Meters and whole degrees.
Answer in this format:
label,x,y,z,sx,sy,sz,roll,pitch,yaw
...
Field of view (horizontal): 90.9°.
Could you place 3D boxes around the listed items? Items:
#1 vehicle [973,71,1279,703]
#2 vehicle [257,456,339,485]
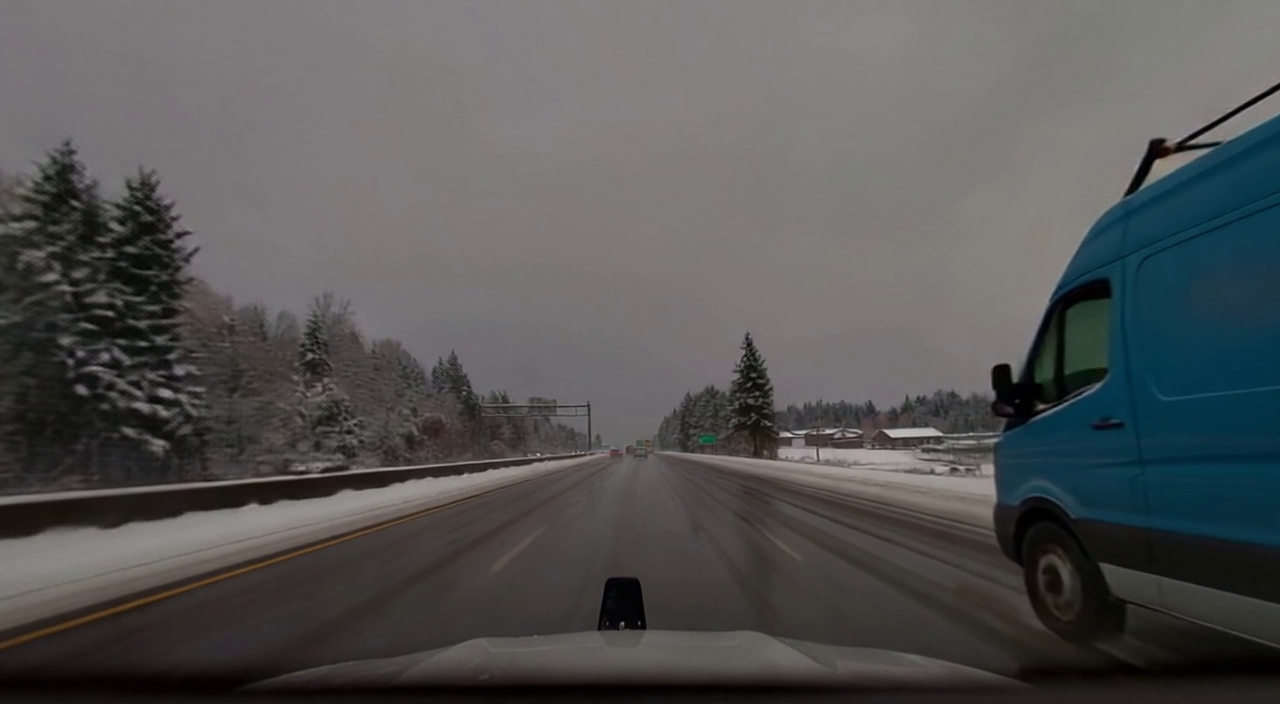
label,x,y,z,sx,sy,sz,roll,pitch,yaw
vehicle,3.939,0.056,1.449,2.527,2.809,6.831,0,-9,0
vehicle,-19.348,6.691,35.902,2.011,1.496,4.719,0,-9,0
